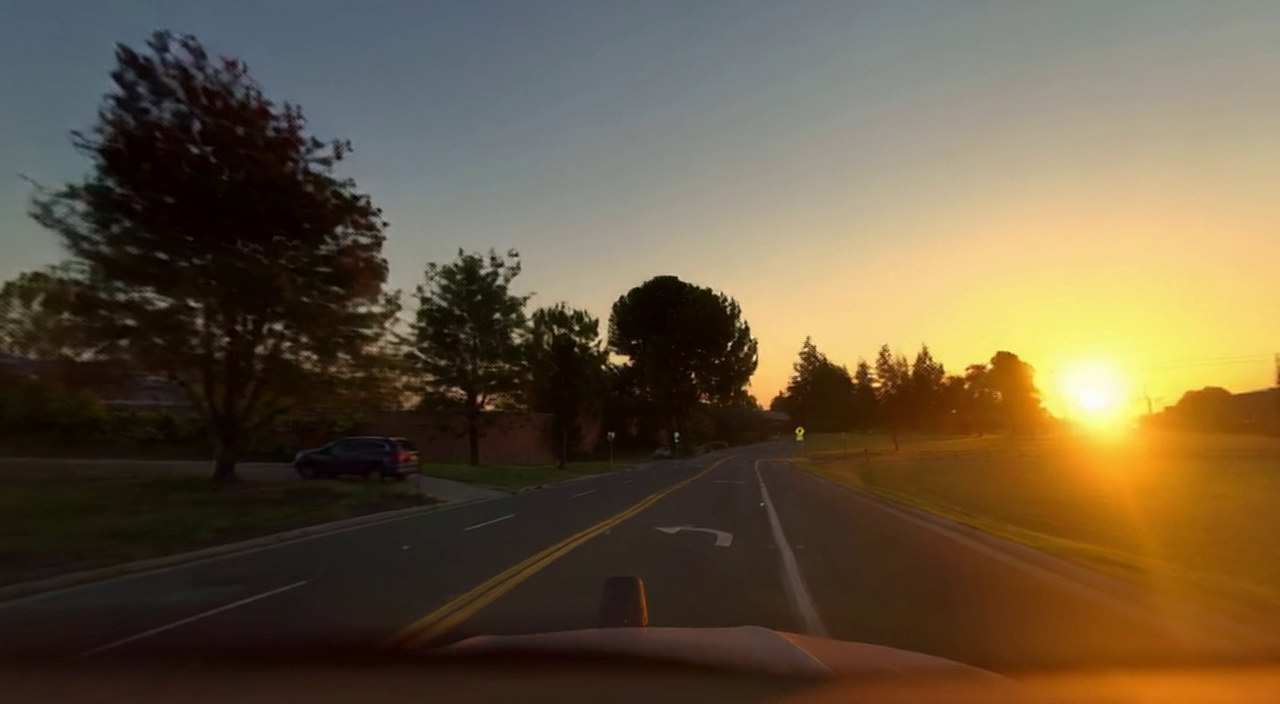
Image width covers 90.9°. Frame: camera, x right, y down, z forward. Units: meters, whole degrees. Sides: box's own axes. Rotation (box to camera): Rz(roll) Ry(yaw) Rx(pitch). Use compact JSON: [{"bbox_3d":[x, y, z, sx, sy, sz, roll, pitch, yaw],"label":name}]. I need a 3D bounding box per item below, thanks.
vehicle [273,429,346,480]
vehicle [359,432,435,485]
[{"bbox_3d":[-12.828,3.971,24.610,2.192,1.740,4.521,4,-10,-26],"label":"vehicle"},{"bbox_3d":[-9.203,4.111,24.344,2.244,1.796,5.170,3,-10,-16],"label":"vehicle"}]
